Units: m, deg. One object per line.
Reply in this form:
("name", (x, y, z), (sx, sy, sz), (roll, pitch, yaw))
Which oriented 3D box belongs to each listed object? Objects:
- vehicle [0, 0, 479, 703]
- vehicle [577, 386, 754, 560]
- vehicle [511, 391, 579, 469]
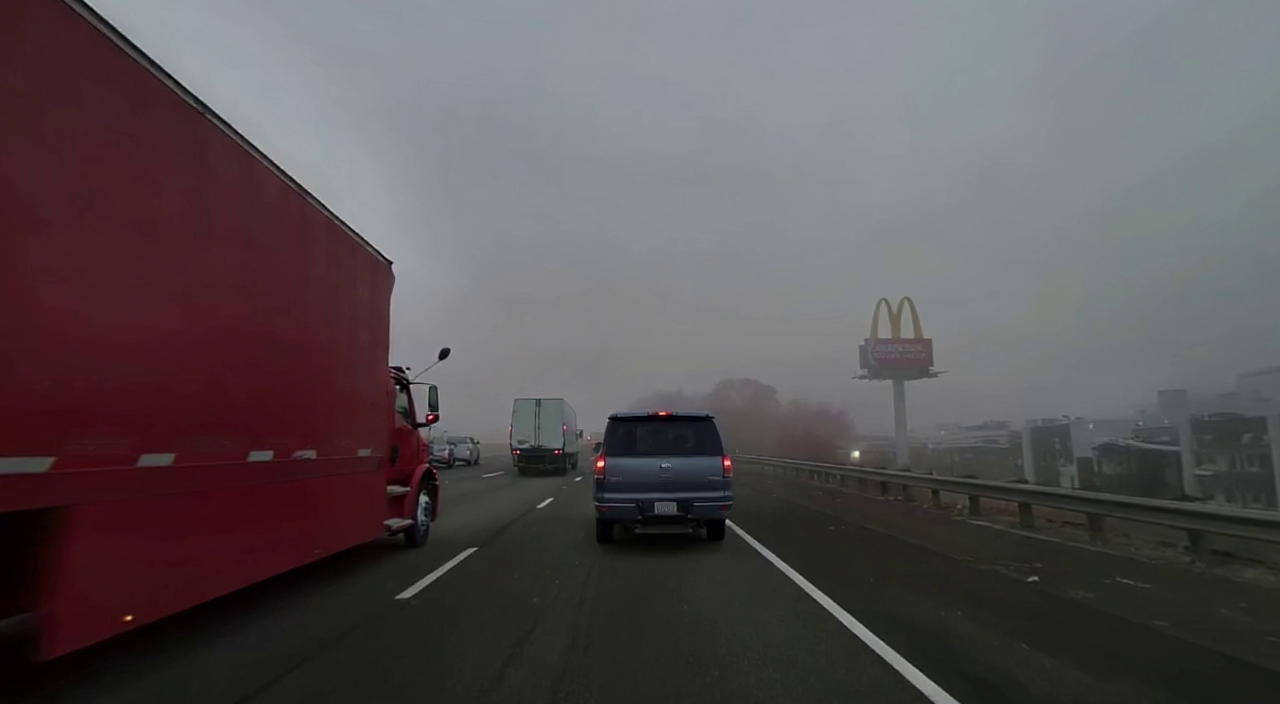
("vehicle", (-3.955, 0.383, 5.775), (2.814, 3.513, 8.529), (0, -9, -1))
("vehicle", (0.178, 1.645, 9.082), (1.947, 1.910, 4.040), (0, -9, -3))
("vehicle", (-4.837, 4.322, 33.976), (2.617, 3.604, 9.499), (0, -9, -3))
